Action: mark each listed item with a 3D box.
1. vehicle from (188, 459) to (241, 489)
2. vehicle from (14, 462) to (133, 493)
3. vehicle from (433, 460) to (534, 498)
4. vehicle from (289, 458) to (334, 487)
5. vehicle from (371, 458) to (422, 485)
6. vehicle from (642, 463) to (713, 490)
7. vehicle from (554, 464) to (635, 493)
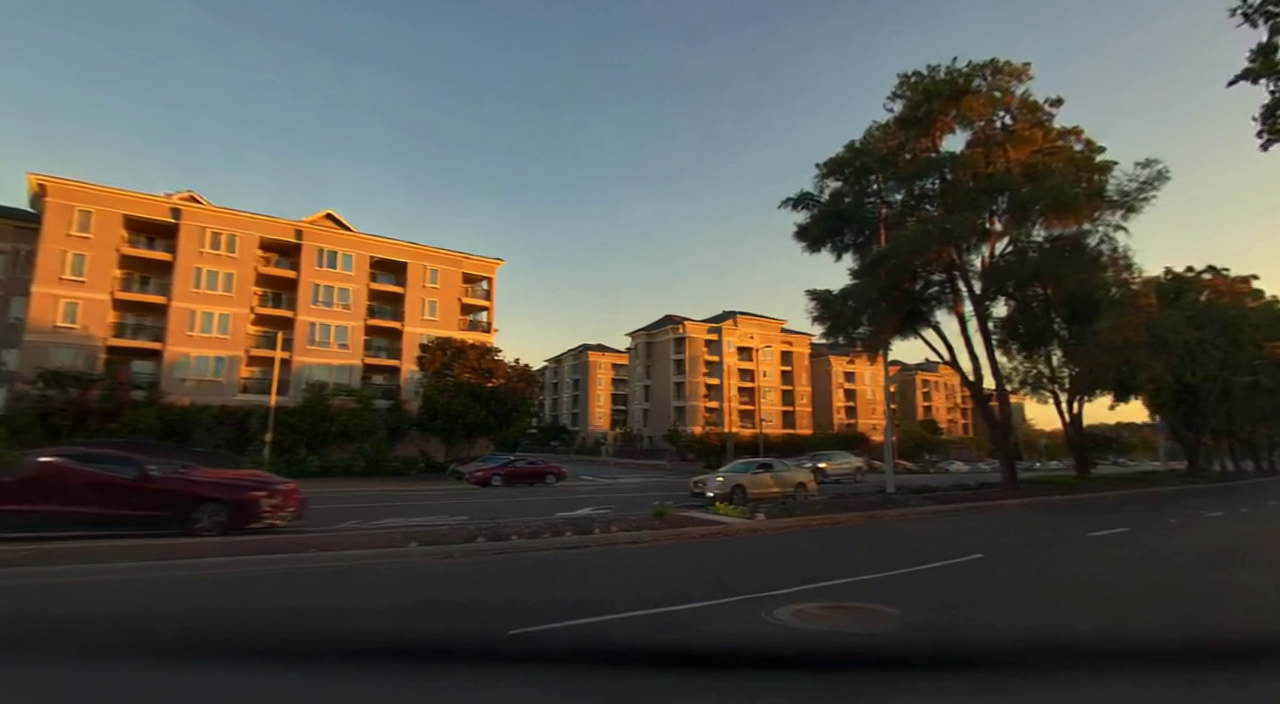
[{"bbox_3d":[-26.909,7.695,39.937,2.077,1.576,4.446,1,-8,-25],"label":"vehicle"},{"bbox_3d":[-29.684,6.578,33.082,4.302,1.469,1.872,0,-9,-3],"label":"vehicle"},{"bbox_3d":[-8.083,6.546,32.765,4.706,1.739,1.858,6,-11,-36],"label":"vehicle"},{"bbox_3d":[-18.924,6.904,36.189,1.908,1.485,3.975,5,-10,-31],"label":"vehicle"},{"bbox_3d":[-14.927,7.252,38.533,1.886,1.464,4.020,6,-11,-35],"label":"vehicle"},{"bbox_3d":[2.430,7.947,40.353,4.384,1.496,1.816,6,-11,-37],"label":"vehicle"},{"bbox_3d":[-2.493,7.117,35.561,1.933,1.479,4.718,-10,-14,36],"label":"vehicle"}]
